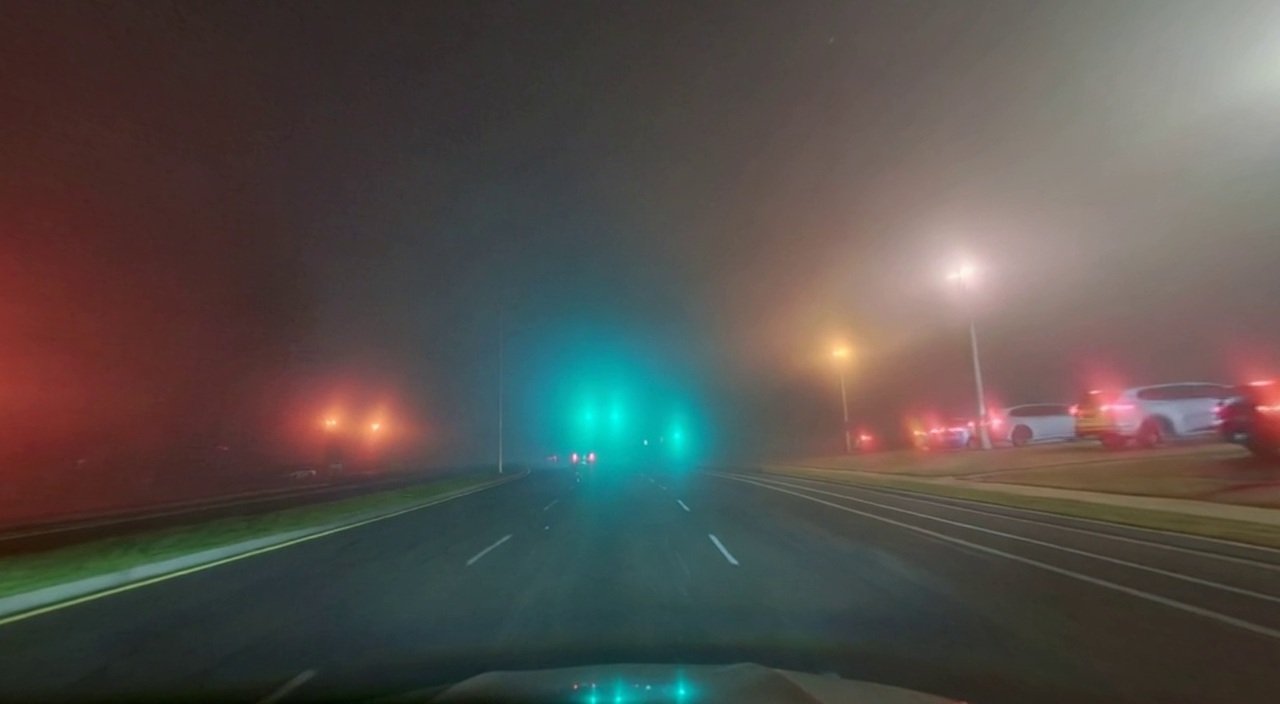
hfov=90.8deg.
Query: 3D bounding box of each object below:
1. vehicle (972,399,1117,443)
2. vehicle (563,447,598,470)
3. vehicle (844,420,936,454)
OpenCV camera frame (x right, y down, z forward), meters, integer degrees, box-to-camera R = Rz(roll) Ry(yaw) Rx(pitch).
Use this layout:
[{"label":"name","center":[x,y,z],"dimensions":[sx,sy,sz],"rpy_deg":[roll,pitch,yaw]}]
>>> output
[{"label":"vehicle","center":[15.689,2.726,24.689],"dimensions":[4.297,1.632,1.977],"rpy_deg":[0,-8,-2]},{"label":"vehicle","center":[-4.513,7.961,47.512],"dimensions":[2.197,1.642,4.312],"rpy_deg":[2,-8,-11]},{"label":"vehicle","center":[16.010,5.426,40.604],"dimensions":[4.922,1.749,2.145],"rpy_deg":[-4,-6,3]}]
